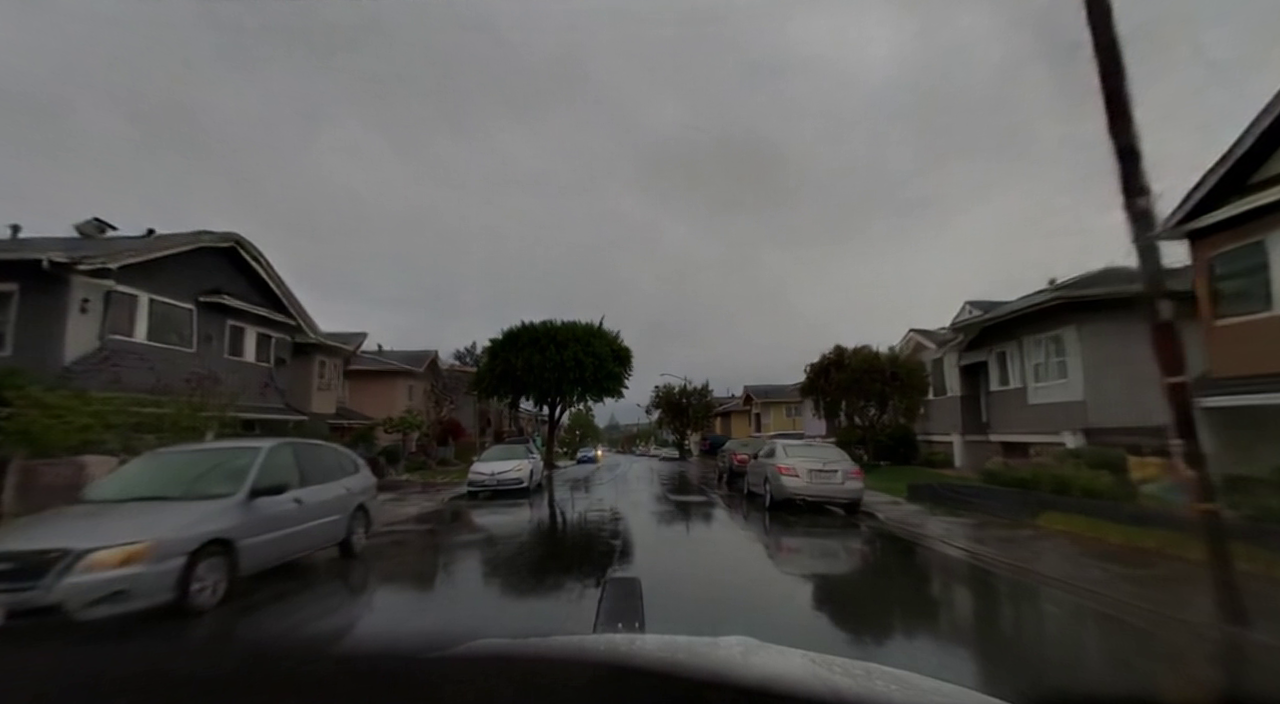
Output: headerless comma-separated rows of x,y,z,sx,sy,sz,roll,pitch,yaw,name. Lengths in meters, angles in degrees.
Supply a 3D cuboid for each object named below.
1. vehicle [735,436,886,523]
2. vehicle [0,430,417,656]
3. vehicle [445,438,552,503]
3.295,2.529,13.174,1.888,1.484,4.476,0,-8,0,vehicle
-4.333,1.644,6.859,2.020,1.470,5.300,0,-8,-2,vehicle
-3.959,3.377,18.503,2.089,1.508,4.537,2,-7,0,vehicle
